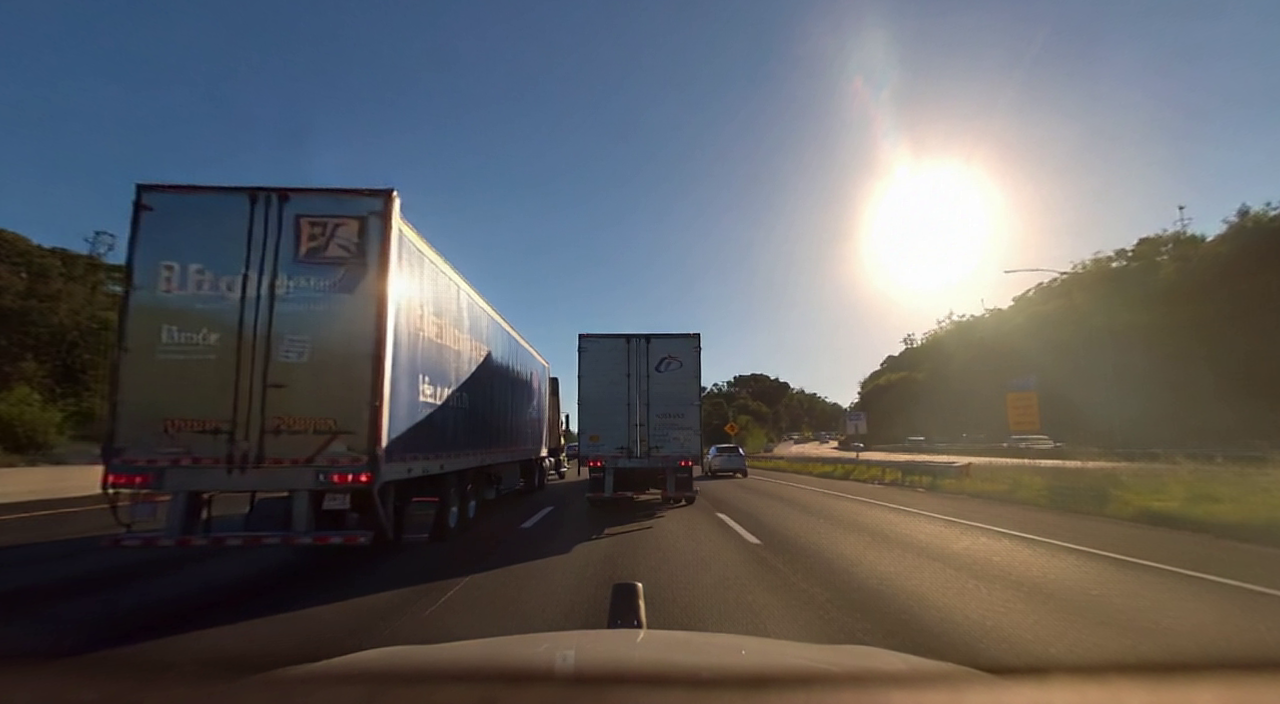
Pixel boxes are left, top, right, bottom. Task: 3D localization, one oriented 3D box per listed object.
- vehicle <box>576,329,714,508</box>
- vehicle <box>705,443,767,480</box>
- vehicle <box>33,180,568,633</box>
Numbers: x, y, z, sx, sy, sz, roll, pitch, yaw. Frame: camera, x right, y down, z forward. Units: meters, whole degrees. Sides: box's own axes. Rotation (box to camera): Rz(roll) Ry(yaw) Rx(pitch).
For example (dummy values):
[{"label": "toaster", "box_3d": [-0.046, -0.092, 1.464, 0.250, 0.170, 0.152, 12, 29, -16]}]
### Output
[{"label": "vehicle", "box_3d": [0.055, 2.112, 18.434, 2.910, 3.828, 9.805, 0, -9, -1]}, {"label": "vehicle", "box_3d": [4.123, 4.760, 27.793, 2.010, 1.446, 4.579, 0, -9, 0]}, {"label": "vehicle", "box_3d": [-3.855, 1.572, 13.643, 2.873, 4.107, 15.970, 0, -9, -1]}]
